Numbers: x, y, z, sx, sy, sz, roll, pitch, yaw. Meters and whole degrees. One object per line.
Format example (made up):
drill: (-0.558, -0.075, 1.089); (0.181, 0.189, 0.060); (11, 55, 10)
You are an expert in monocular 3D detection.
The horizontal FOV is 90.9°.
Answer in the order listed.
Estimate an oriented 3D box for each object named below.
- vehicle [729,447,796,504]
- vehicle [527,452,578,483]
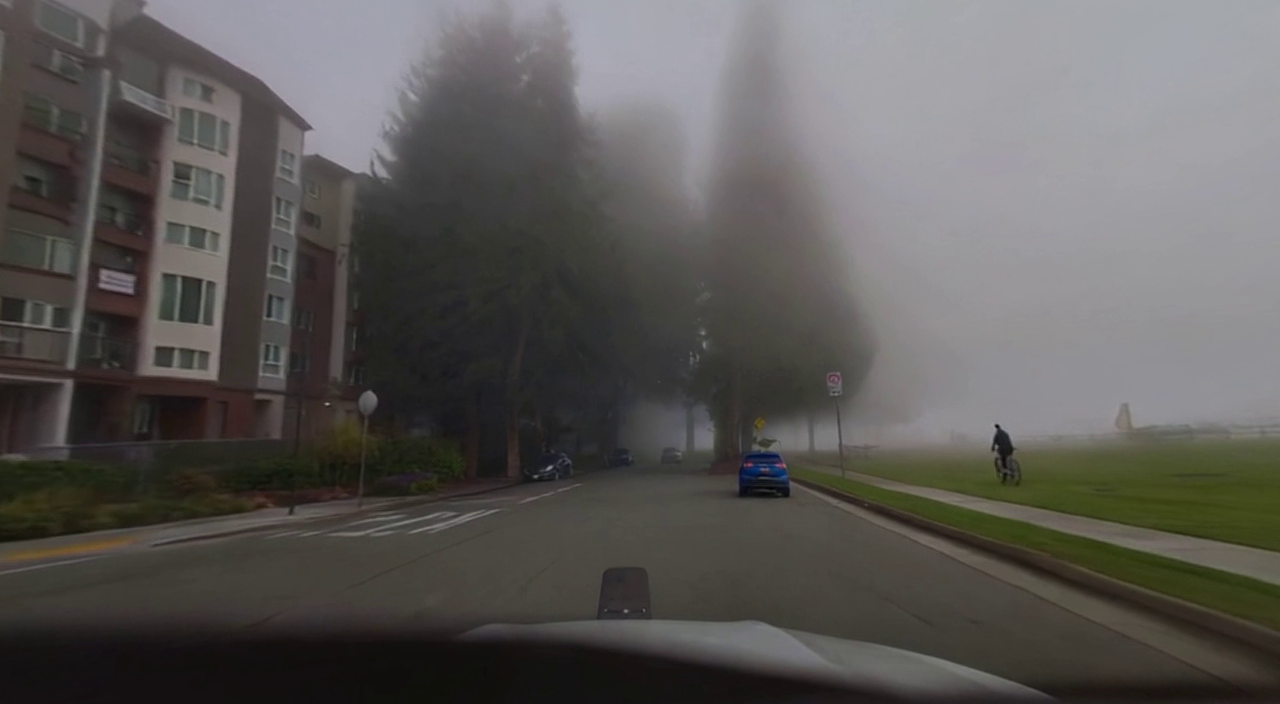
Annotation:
vehicle: (3.444, 3.532, 18.094); (1.559, 1.351, 2.452); (-7, -11, 6)
vehicle: (-6.154, 8.162, 44.784); (2.347, 1.846, 4.915); (-7, -9, 5)
